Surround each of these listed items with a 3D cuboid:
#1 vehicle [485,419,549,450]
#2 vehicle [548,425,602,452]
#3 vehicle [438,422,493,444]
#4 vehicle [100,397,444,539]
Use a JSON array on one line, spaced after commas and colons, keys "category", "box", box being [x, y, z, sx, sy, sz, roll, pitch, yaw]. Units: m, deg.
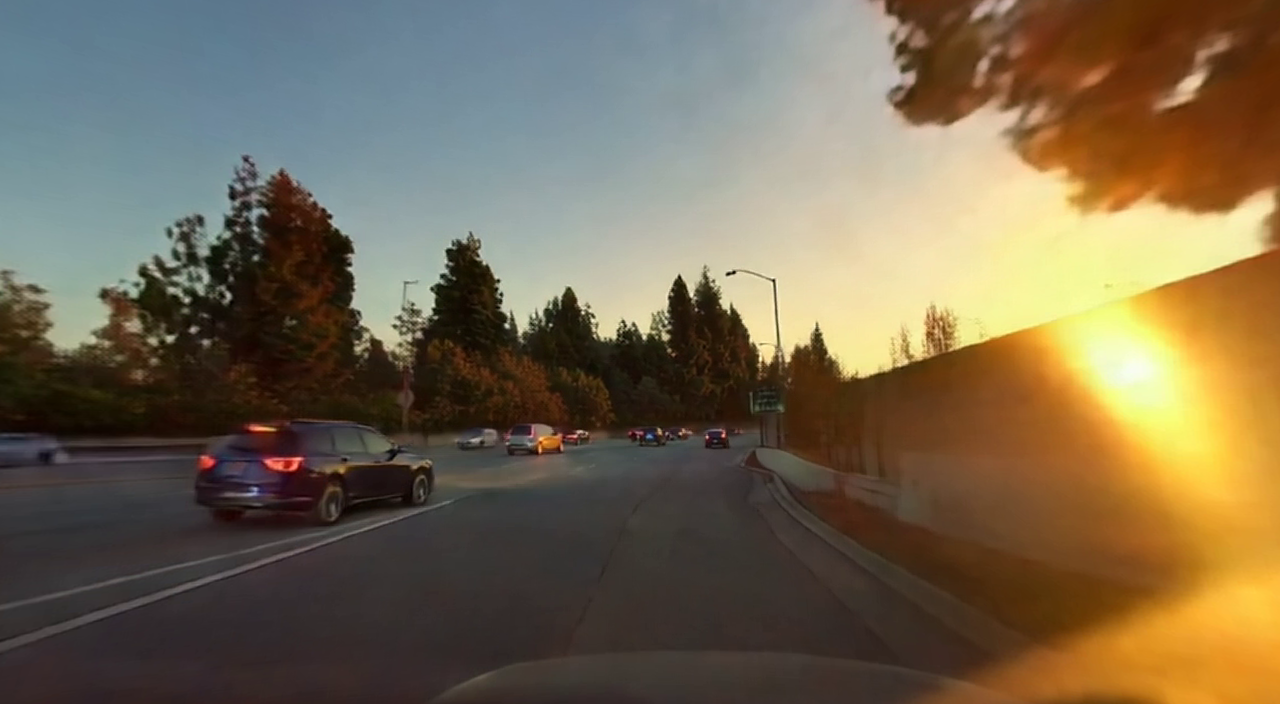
[{"category": "vehicle", "box": [-7.364, 5.024, 38.312, 2.089, 1.736, 4.662, -2, -8, 12]}, {"category": "vehicle", "box": [-3.732, 5.061, 37.031, 1.860, 1.442, 4.332, -2, -8, 12]}, {"category": "vehicle", "box": [-13.467, 6.349, 49.111, 1.955, 1.596, 4.917, -2, -8, 14]}, {"category": "vehicle", "box": [-5.115, 1.676, 9.828, 2.082, 1.638, 4.644, -1, -8, 9]}]
